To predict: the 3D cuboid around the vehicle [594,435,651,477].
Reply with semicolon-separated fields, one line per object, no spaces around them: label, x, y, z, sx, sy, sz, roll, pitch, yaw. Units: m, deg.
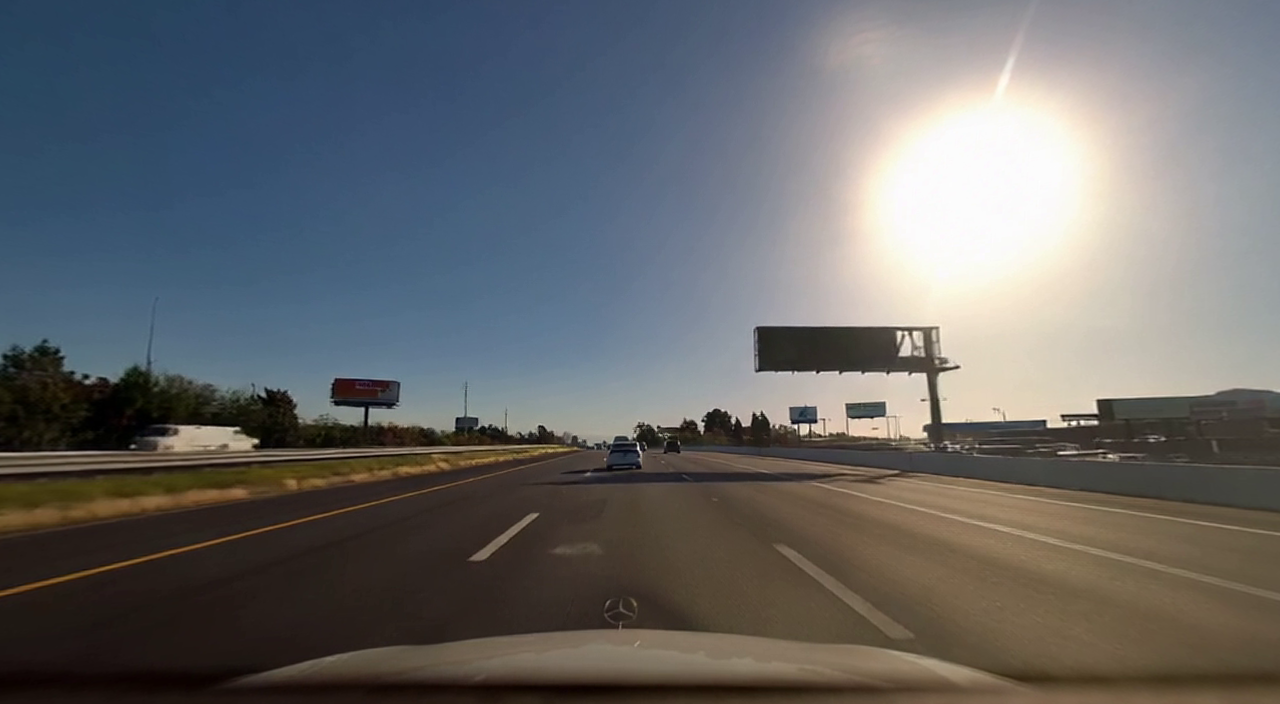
vehicle;-0.692;4.252;26.031;2.147;1.576;3.964;0;-8;-1
